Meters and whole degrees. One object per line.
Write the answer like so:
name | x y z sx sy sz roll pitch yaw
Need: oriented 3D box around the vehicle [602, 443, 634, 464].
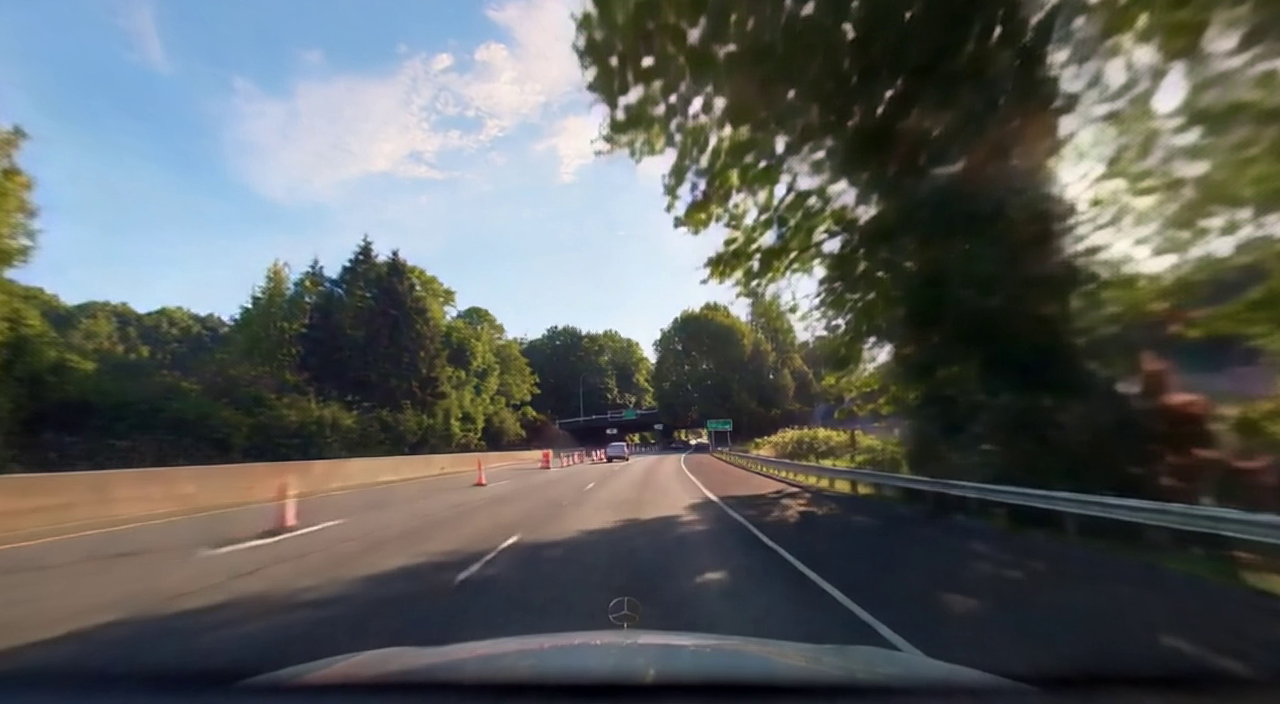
vehicle | -1.552 7.278 45.390 2.118 1.475 4.263 0 -8 1
